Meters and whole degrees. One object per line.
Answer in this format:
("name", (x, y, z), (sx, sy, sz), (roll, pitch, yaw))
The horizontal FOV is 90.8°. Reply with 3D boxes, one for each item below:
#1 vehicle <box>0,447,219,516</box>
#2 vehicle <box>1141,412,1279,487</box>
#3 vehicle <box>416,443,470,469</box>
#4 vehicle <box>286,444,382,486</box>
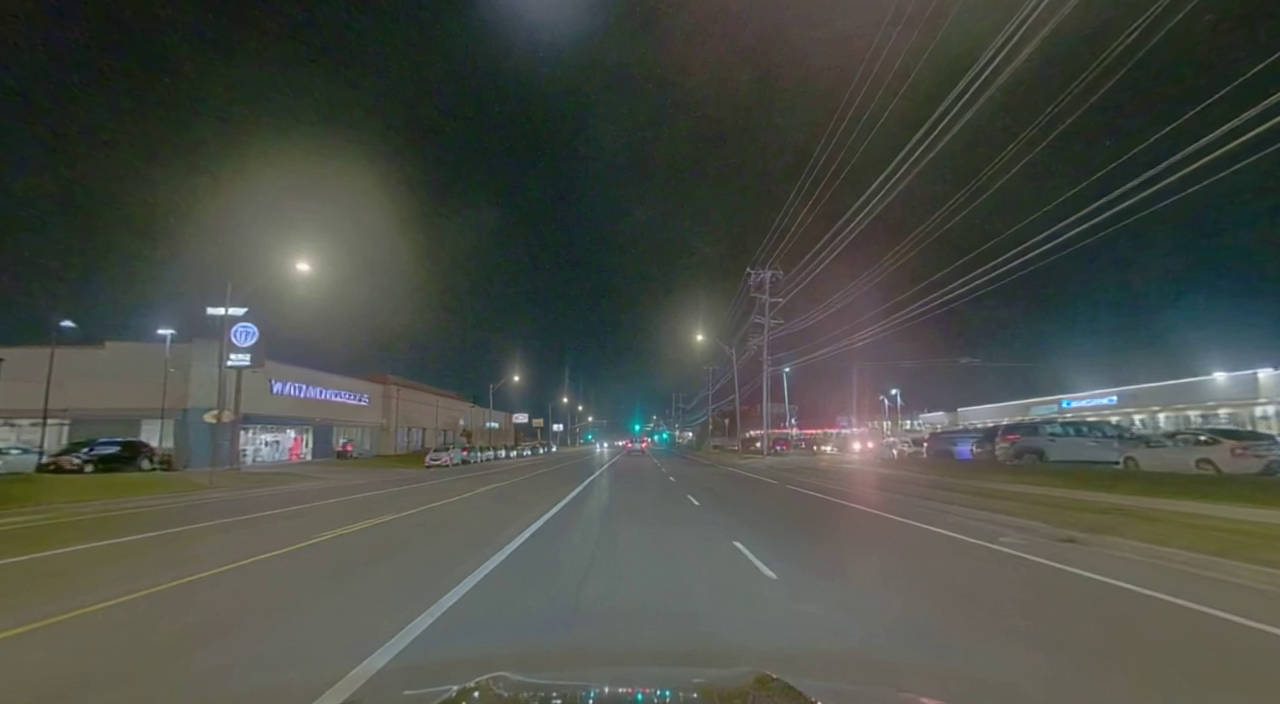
("vehicle", (-13.499, 3.200, 16.243), (1.921, 1.453, 5.024), (0, -8, 0))
("vehicle", (14.417, 2.207, 14.403), (4.142, 1.568, 2.103), (0, -8, 2))
("vehicle", (-13.614, 7.210, 43.928), (2.014, 1.523, 5.092), (-3, -8, 1))
("vehicle", (-13.628, 5.022, 28.487), (1.955, 1.549, 5.009), (-2, -8, -1))
